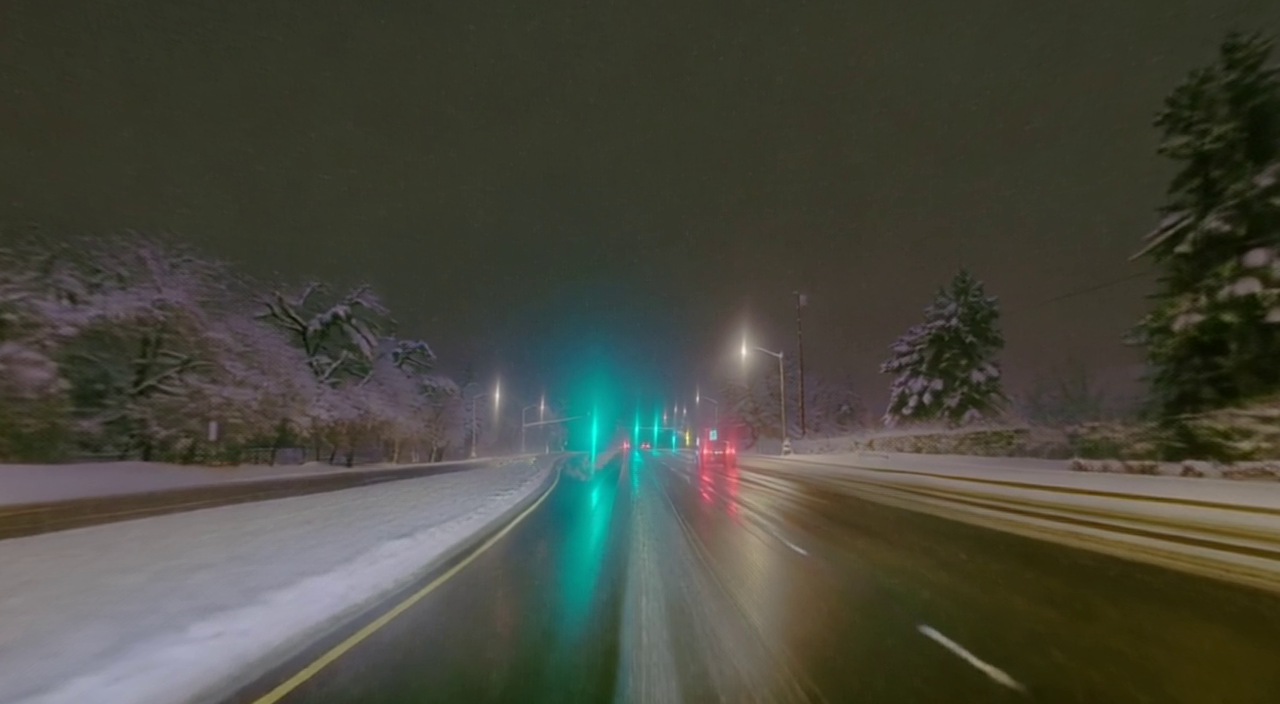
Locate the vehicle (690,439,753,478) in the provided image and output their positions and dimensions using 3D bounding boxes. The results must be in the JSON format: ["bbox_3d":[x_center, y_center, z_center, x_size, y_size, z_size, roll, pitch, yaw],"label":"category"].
[{"bbox_3d":[3.336,4.473,26.840,1.948,1.479,4.620,0,-8,-1],"label":"vehicle"}]
